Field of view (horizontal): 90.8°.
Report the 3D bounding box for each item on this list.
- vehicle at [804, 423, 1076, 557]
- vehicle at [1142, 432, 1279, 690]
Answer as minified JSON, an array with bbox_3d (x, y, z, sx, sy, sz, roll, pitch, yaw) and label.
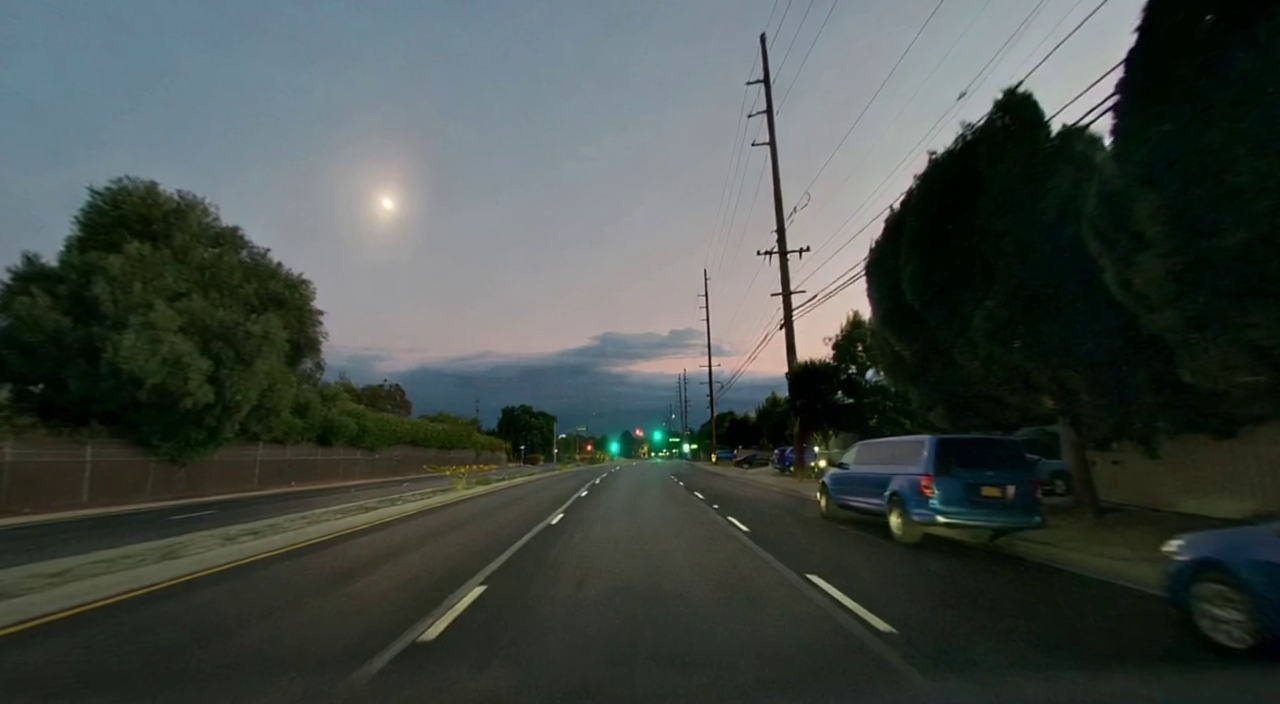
[{"bbox_3d":[4.537,2.162,10.667,2.092,1.713,4.830,0,-9,-2],"label":"vehicle"},{"bbox_3d":[4.675,1.029,2.425,1.913,1.486,4.355,0,-9,0],"label":"vehicle"}]
